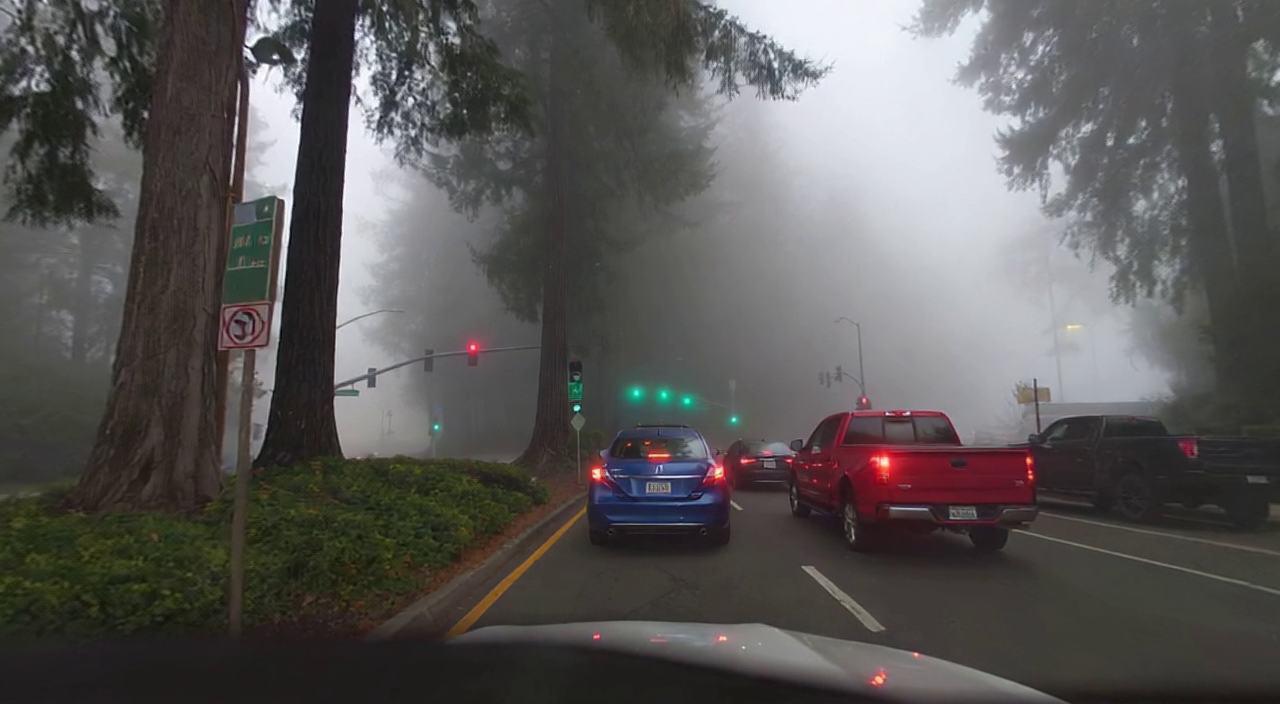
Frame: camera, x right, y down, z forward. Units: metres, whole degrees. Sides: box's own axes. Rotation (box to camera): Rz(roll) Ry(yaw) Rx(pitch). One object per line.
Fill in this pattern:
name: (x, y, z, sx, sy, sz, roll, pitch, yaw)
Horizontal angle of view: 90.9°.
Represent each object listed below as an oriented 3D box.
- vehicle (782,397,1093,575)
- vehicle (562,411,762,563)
vehicle: (3.391, 1.630, 8.374, 2.099, 1.725, 4.290, 0, -8, 2)
vehicle: (0.250, 1.776, 8.977, 2.168, 1.641, 4.039, 0, -8, 0)
